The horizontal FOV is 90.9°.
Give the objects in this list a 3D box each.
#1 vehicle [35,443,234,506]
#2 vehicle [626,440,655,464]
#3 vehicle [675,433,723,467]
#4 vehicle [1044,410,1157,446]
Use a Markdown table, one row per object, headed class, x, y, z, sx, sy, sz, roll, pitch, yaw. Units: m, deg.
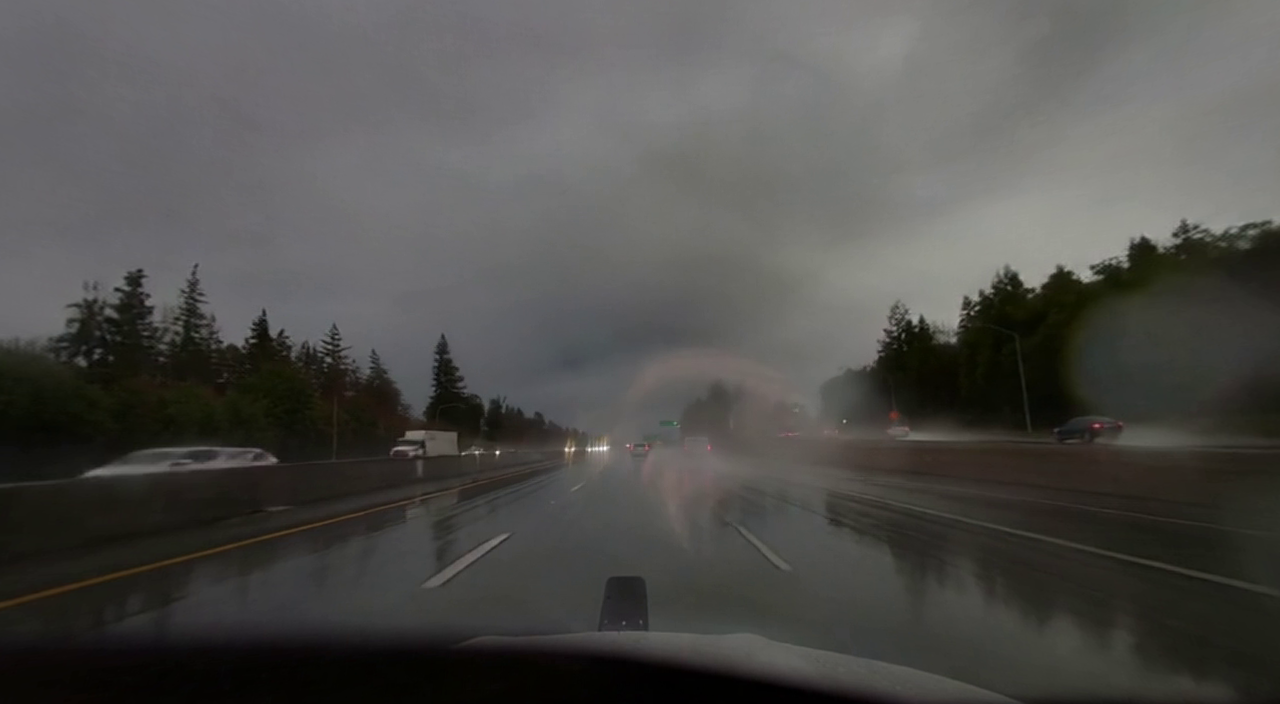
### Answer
| class | x | y | z | sx | sy | sz | roll | pitch | yaw |
| --- | --- | --- | --- | --- | --- | --- | --- | --- | --- |
| vehicle | -15.165 | 3.652 | 19.415 | 2.047 | 1.671 | 4.892 | 0 | -8 | 0 |
| vehicle | 0.069 | 7.643 | 48.402 | 2.105 | 1.711 | 4.293 | 0 | -8 | 1 |
| vehicle | 3.778 | 6.445 | 41.590 | 2.505 | 2.020 | 5.532 | 0 | -8 | -1 |
| vehicle | 20.596 | 3.492 | 28.480 | 1.872 | 1.459 | 4.502 | -1 | -8 | 3 |
